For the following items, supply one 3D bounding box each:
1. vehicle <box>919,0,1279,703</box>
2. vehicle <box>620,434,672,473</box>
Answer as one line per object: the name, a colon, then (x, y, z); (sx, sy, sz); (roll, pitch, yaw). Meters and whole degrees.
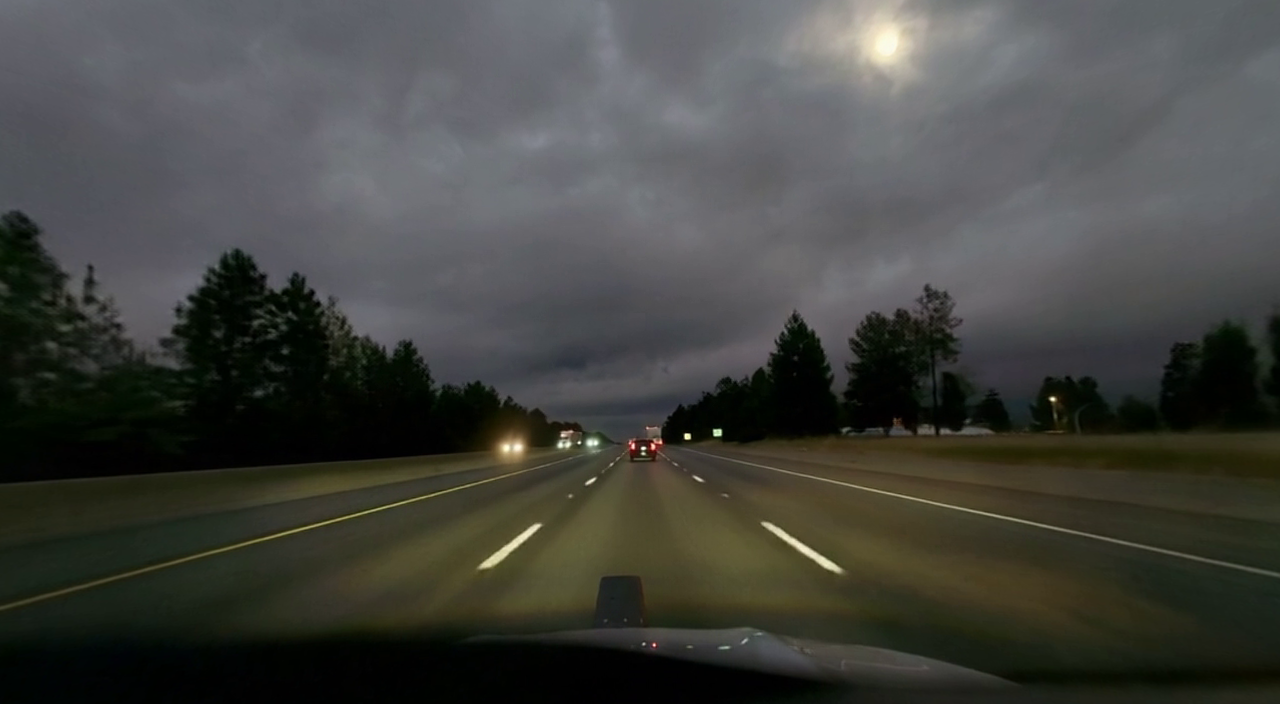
vehicle: (3.804, -0.458, 1.629); (3.090, 4.102, 6.417); (0, -8, 0)
vehicle: (0.323, 4.522, 28.197); (2.139, 1.607, 4.034); (0, -8, 2)
